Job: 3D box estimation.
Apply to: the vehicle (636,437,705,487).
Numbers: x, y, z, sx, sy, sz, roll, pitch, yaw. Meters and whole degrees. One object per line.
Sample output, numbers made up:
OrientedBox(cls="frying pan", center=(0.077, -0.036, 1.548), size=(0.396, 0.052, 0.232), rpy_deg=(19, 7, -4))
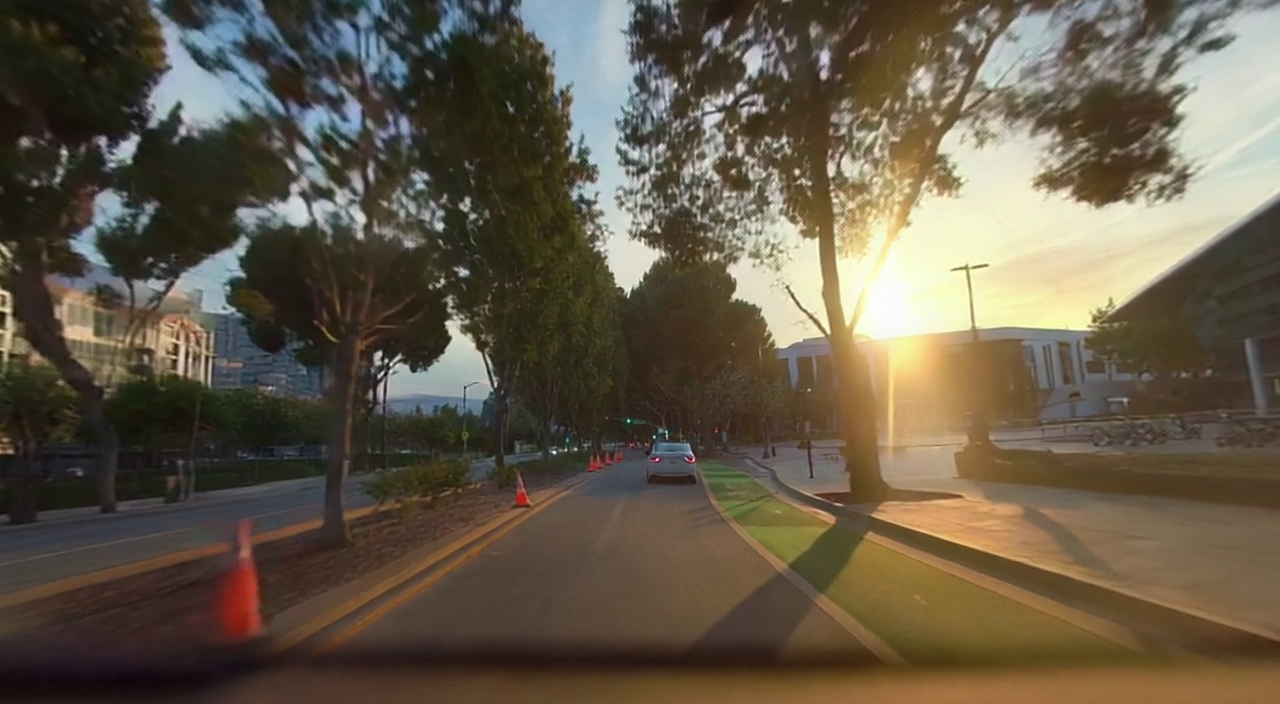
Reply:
OrientedBox(cls="vehicle", center=(1.021, 3.719, 21.698), size=(2.114, 1.493, 4.430), rpy_deg=(0, -8, 2))
